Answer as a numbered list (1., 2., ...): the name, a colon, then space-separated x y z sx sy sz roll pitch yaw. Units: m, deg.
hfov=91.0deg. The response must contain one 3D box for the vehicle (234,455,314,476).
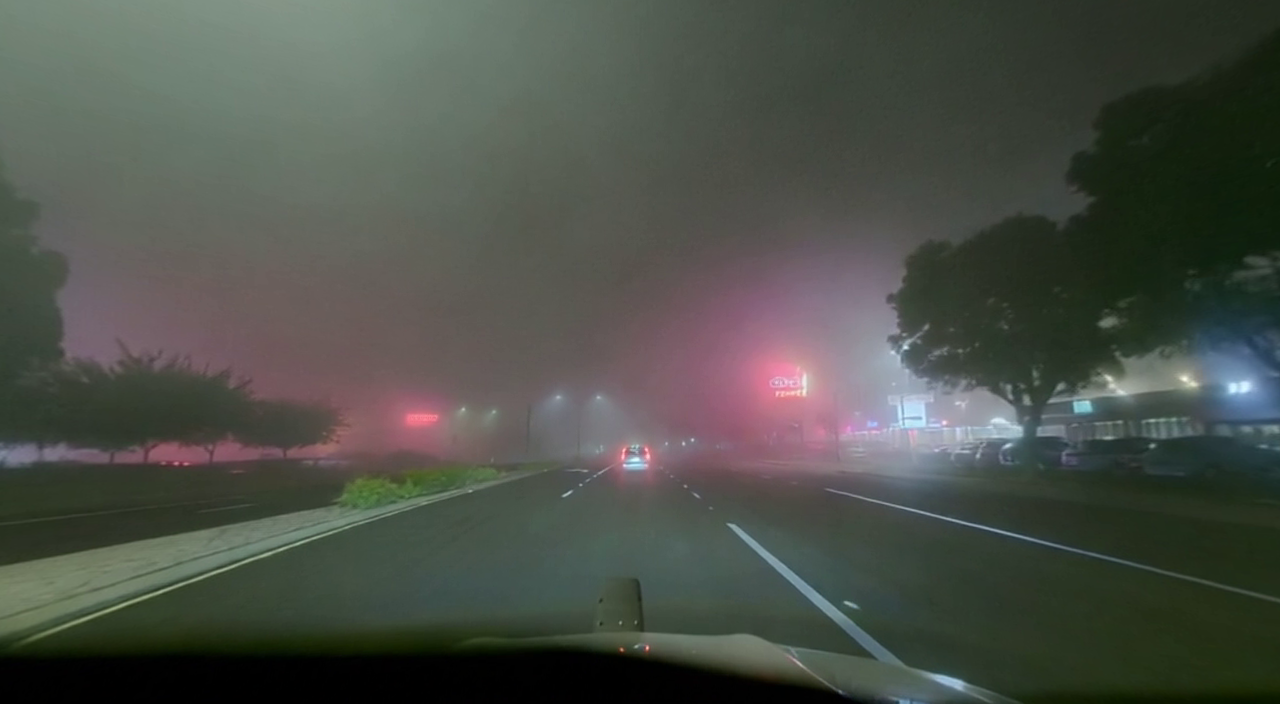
1. vehicle: -26.924 8.332 46.430 4.660 1.446 1.870 0 -9 -3

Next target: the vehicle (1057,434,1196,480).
1. vehicle: 19.182 4.159 25.144 1.900 1.639 4.397 0 -9 -2

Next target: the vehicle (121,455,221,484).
1. vehicle: -27.177 6.805 36.568 4.355 1.504 1.874 -2 -9 1

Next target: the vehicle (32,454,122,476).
1. vehicle: -39.632 7.969 44.379 4.331 1.467 2.006 0 -9 -1

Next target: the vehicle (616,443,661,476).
1. vehicle: -0.124 5.126 30.108 1.998 1.452 3.773 0 -9 -1

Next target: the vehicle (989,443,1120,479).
1. vehicle: 16.465 4.354 25.353 1.860 1.276 4.671 0 -9 -4

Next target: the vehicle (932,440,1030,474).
1. vehicle: 16.226 5.006 30.258 1.949 1.458 4.865 0 -9 0
